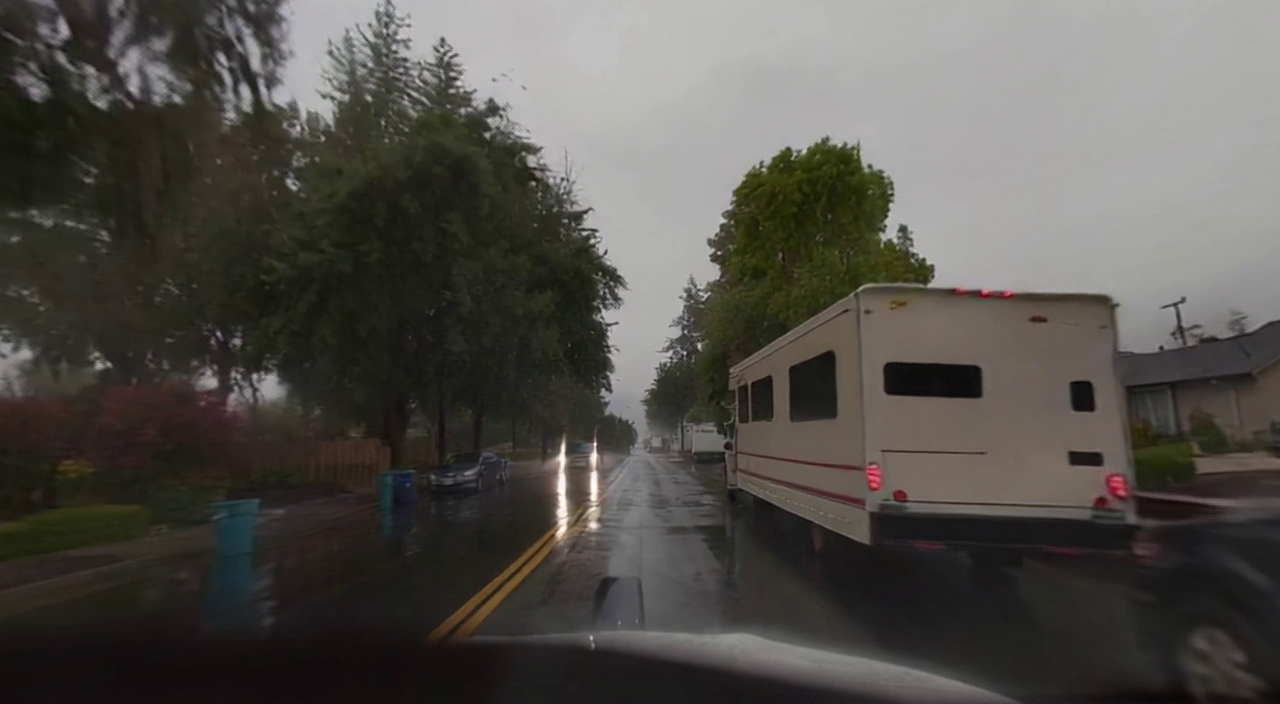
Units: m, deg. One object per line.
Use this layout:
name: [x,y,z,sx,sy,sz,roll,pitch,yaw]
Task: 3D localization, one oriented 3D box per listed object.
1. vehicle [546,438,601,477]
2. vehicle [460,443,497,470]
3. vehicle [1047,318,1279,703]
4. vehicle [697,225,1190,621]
vehicle: [-3.241,5.245,31.572,2.194,1.763,4.288,0,-8,1]
vehicle: [-11.932,7.721,46.734,2.111,1.856,4.803,0,-9,-8]
vehicle: [3.315,0.606,1.133,1.980,1.782,4.627,0,-8,-1]
vehicle: [3.087,1.315,11.023,3.052,3.440,11.052,-1,-8,0]
